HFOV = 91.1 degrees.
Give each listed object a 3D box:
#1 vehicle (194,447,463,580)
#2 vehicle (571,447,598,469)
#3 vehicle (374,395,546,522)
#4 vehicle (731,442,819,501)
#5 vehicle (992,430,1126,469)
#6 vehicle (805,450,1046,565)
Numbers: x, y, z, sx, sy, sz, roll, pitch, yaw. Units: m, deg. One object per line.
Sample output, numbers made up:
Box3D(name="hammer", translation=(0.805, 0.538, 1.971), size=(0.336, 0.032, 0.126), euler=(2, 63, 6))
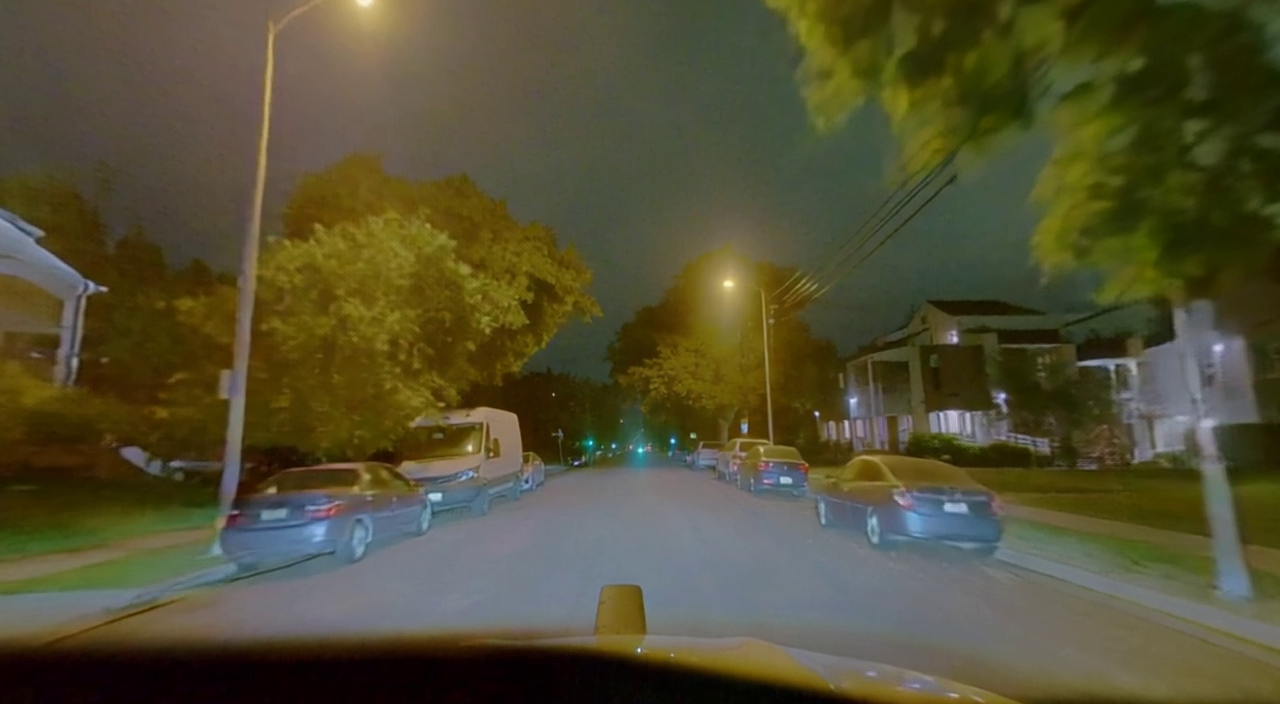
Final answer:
Box3D(name="vehicle", translation=(-4.779, 2.489, 10.701), size=(2.023, 1.568, 4.942), euler=(-3, -8, 1))
Box3D(name="vehicle", translation=(-4.282, 8.261, 49.046), size=(1.870, 1.562, 4.212), euler=(0, -8, -1))
Box3D(name="vehicle", translation=(-4.421, 2.753, 16.713), size=(2.470, 2.613, 5.989), euler=(-4, -9, 4))
Box3D(name="vehicle", translation=(4.111, 3.682, 19.831), size=(1.839, 1.520, 4.498), euler=(3, -9, 1))
Box3D(name="vehicle", translation=(21.981, 5.111, 33.159), size=(5.271, 1.913, 2.466), euler=(0, -8, 1))
Box3D(name="vehicle", translation=(4.164, 2.300, 10.084), size=(1.846, 1.351, 4.272), euler=(2, -9, -1))
